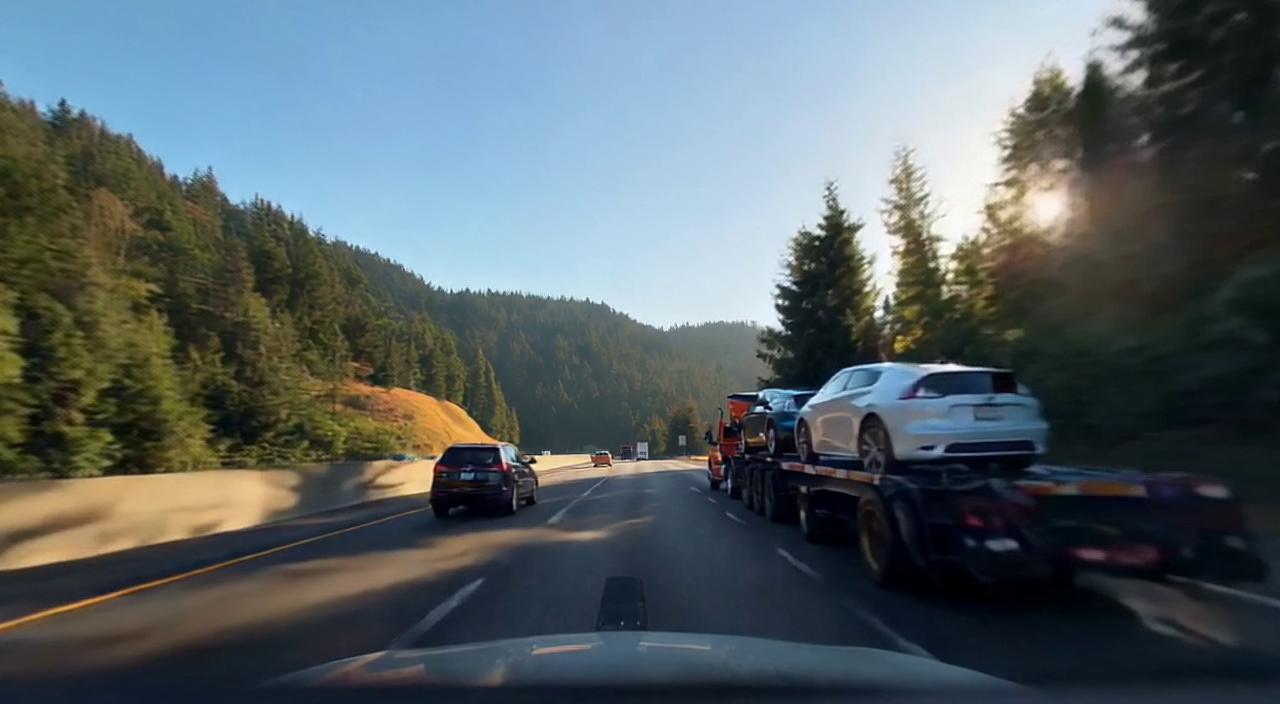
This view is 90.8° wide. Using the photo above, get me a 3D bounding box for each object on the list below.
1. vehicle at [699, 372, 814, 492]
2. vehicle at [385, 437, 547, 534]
[{"bbox_3d":[4.035,3.015,23.354,3.016,3.891,5.767,0,-9,-1],"label":"vehicle"},{"bbox_3d":[-3.127,2.482,12.296,1.944,1.548,4.051,0,-9,1],"label":"vehicle"}]
